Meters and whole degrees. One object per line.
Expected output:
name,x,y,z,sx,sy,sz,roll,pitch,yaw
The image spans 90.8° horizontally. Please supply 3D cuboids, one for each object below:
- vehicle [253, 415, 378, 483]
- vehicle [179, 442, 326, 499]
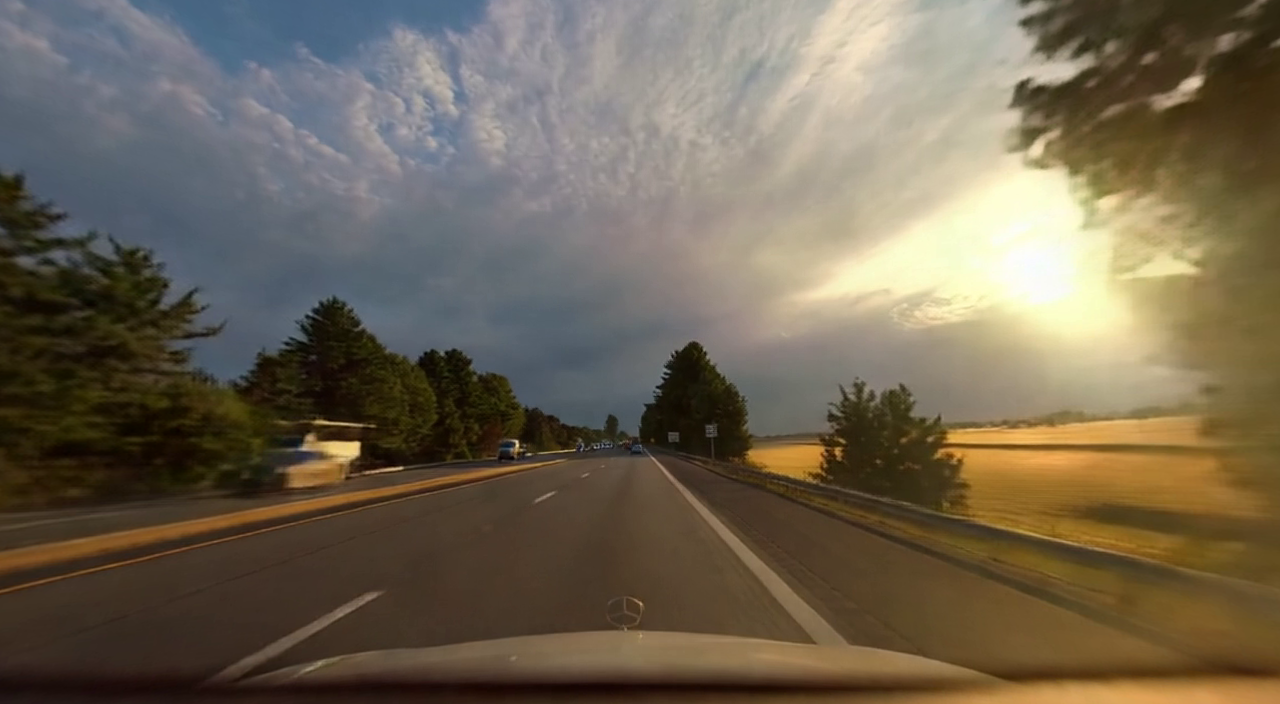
vehicle,-16.594,5.083,33.010,2.573,3.131,7.517,0,-9,-1
vehicle,-12.242,3.744,20.346,1.903,1.592,4.451,0,-9,0
